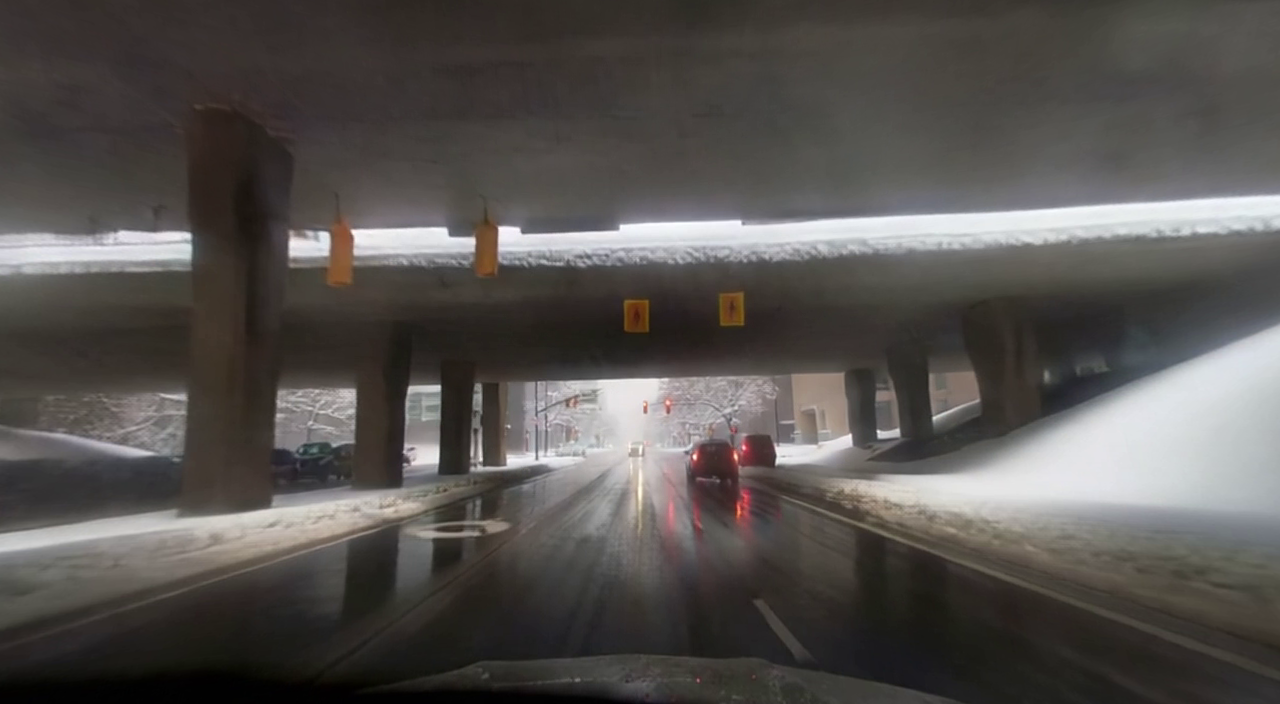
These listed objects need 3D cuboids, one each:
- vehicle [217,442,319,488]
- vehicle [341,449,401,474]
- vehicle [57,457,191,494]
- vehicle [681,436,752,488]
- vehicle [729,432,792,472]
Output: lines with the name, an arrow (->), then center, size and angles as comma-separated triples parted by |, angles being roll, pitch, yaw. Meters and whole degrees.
vehicle -> -17.992, 5.426, 30.793 | 2.167, 2.024, 4.589 | 0, -8, -1
vehicle -> -17.777, 7.252, 41.932 | 1.985, 1.505, 4.275 | -1, -8, 2
vehicle -> -24.569, 5.866, 30.339 | 2.128, 1.493, 4.955 | -1, -8, 2
vehicle -> 2.499, 3.697, 21.540 | 1.947, 1.576, 3.825 | 0, -8, 0
vehicle -> 6.858, 5.781, 36.677 | 2.433, 2.116, 5.789 | 0, -8, -1
